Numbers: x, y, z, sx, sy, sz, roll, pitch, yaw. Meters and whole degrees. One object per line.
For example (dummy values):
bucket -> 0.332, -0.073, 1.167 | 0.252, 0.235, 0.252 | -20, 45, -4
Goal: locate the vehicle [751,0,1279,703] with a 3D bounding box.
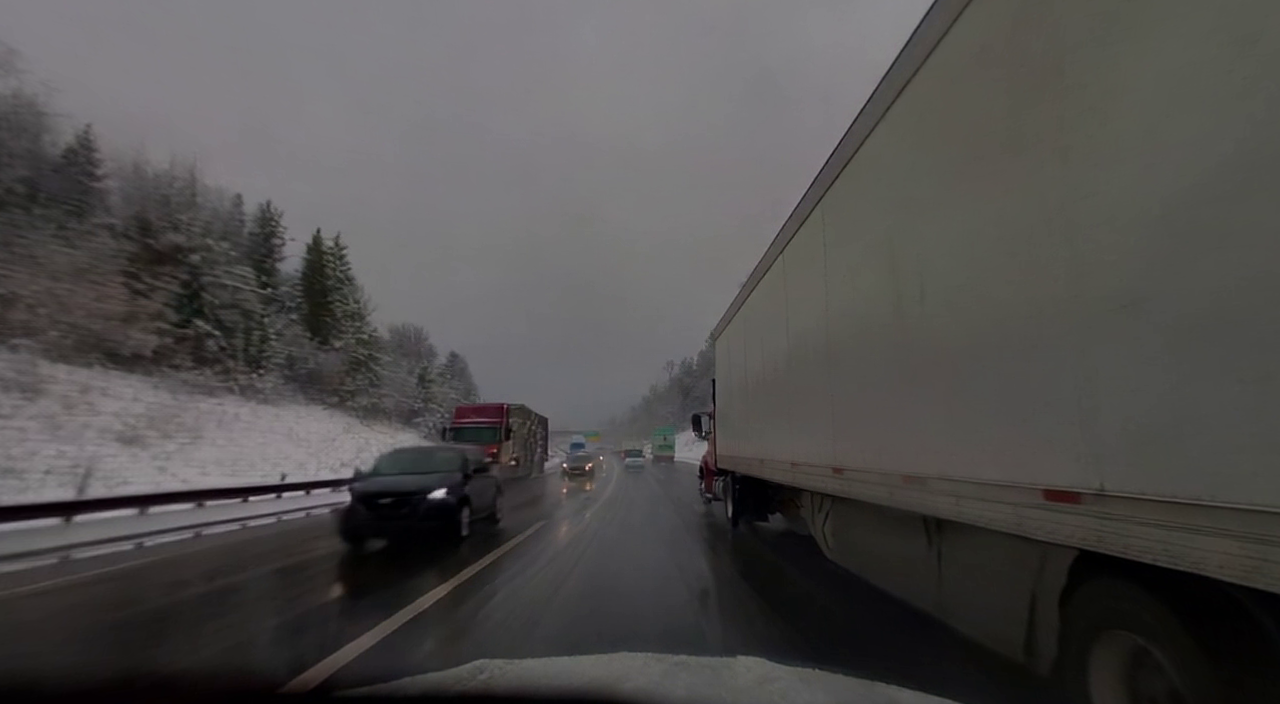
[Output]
vehicle -> 3.281, -0.095, 3.469 | 2.845, 4.071, 14.008 | 0, -9, 0

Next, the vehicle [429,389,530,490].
vehicle -> -6.858, 3.893, 27.962 | 2.910, 3.989, 5.837 | 0, -9, 0

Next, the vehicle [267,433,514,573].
vehicle -> -3.202, 2.007, 9.101 | 1.949, 1.555, 3.888 | 0, -9, 0
